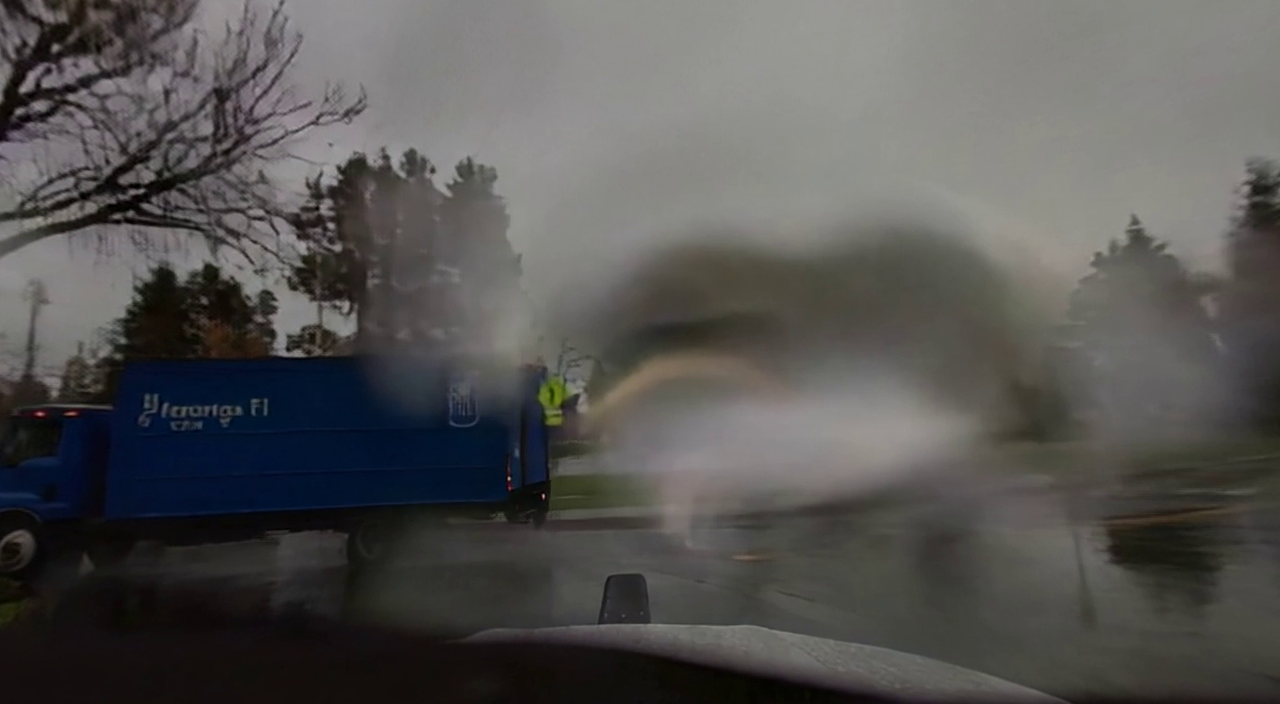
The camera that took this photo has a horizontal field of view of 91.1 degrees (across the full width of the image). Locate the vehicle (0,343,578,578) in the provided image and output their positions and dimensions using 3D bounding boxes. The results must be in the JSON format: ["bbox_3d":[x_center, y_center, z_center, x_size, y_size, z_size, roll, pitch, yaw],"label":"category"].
[{"bbox_3d":[-6.189,1.818,11.138,9.680,3.326,2.838,-1,-8,9],"label":"vehicle"}]
